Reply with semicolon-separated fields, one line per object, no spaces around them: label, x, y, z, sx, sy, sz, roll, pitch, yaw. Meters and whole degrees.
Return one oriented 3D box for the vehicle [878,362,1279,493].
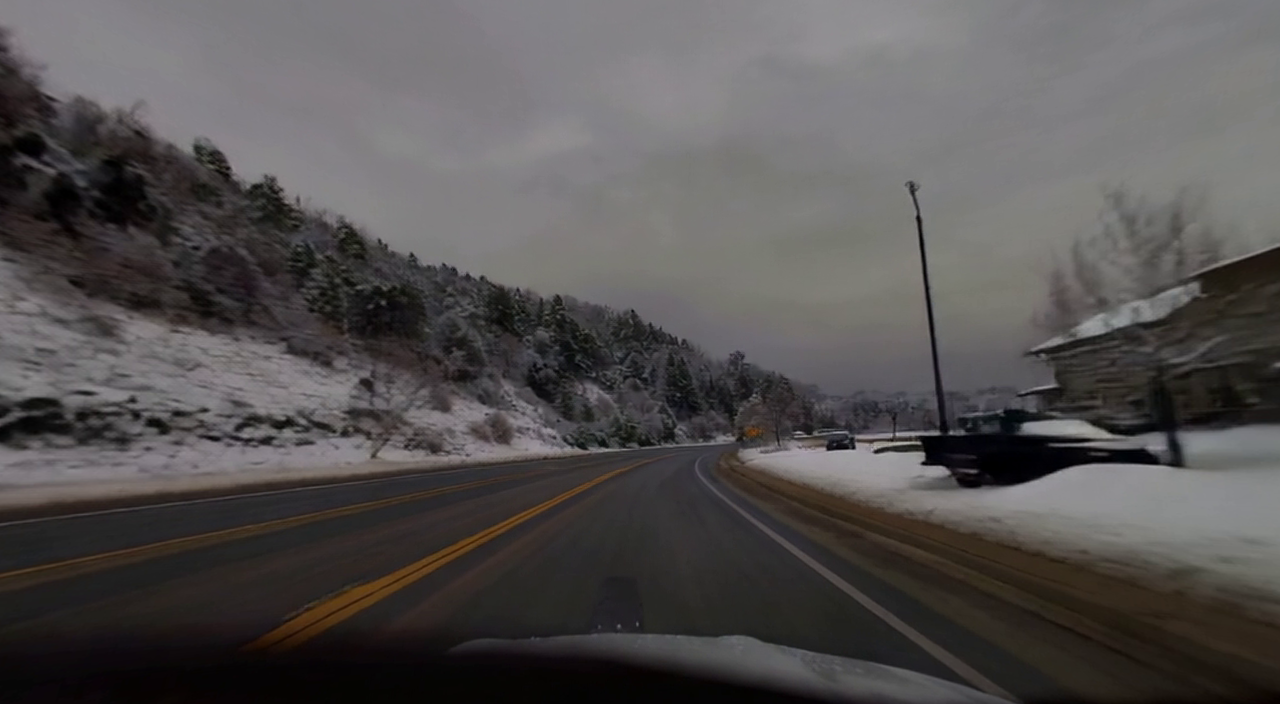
vehicle;8.365;1.678;12.507;2.216;1.887;6.388;2;-12;-39
